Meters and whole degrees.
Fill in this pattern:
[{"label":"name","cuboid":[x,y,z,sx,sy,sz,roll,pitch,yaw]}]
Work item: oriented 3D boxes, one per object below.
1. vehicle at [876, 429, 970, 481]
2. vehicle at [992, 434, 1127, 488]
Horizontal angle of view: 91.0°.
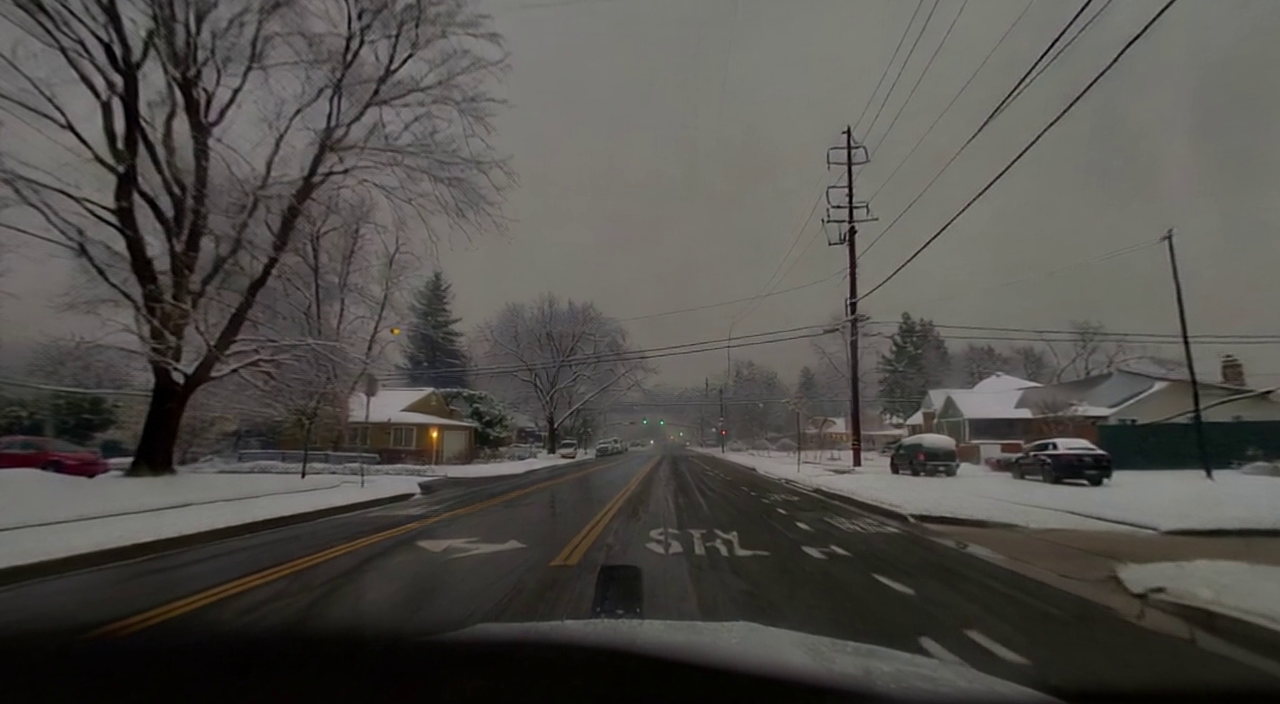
[{"label":"vehicle","cuboid":[11.715,4.288,26.451,1.912,1.953,4.651,0,-8,3]},{"label":"vehicle","cuboid":[14.840,3.866,22.653,1.935,1.683,4.669,0,-8,5]}]
